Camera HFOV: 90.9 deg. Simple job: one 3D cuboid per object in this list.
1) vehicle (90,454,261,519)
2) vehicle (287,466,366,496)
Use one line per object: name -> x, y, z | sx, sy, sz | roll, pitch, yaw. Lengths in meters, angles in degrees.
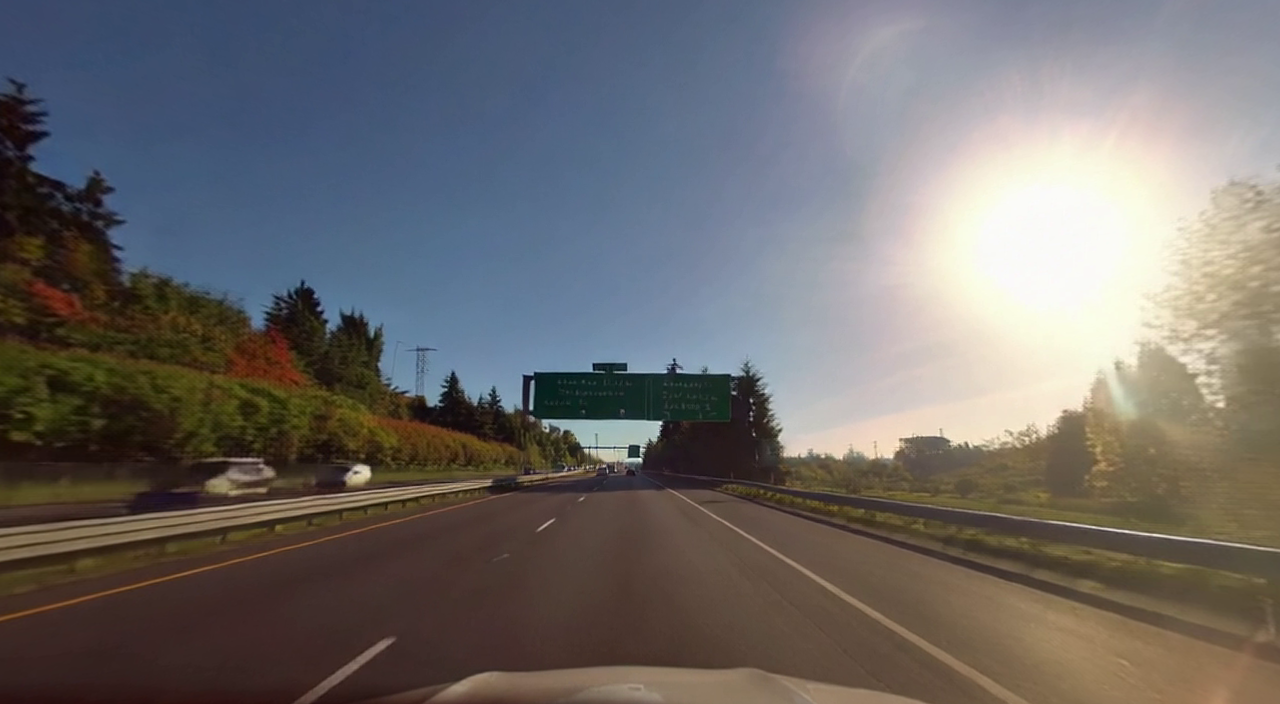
vehicle -> -12.754, 3.716, 17.642 | 1.931, 1.571, 3.634 | 1, -10, 0
vehicle -> -16.464, 6.780, 33.331 | 1.918, 1.460, 4.462 | 1, -10, -1
